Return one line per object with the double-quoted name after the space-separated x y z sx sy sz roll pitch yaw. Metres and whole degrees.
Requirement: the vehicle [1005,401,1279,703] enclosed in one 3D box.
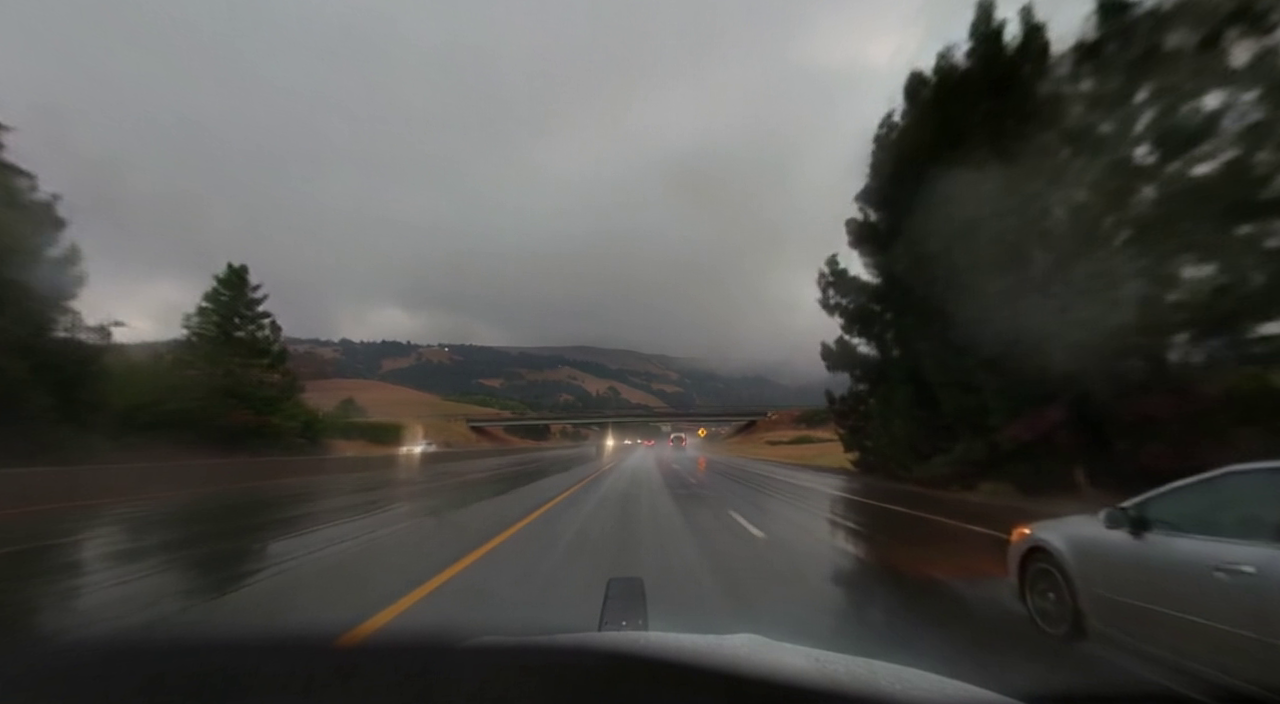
3.936 0.929 2.566 2.027 1.487 4.718 0 -8 -1 "vehicle"
